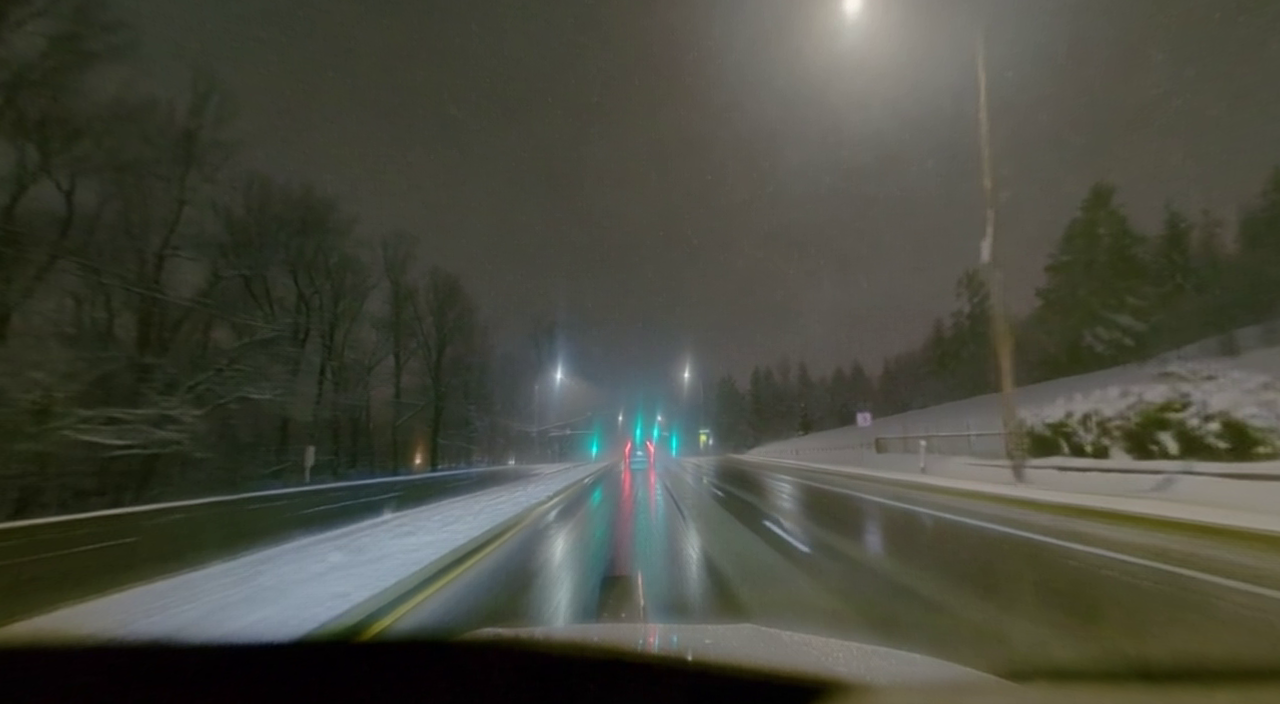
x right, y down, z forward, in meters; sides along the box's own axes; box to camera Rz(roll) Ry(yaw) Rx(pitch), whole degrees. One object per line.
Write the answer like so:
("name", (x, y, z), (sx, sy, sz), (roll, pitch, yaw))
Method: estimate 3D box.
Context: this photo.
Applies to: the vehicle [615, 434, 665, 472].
("vehicle", (-0.005, 4.951, 31.024), (2.256, 1.734, 4.176), (0, -8, 0))
